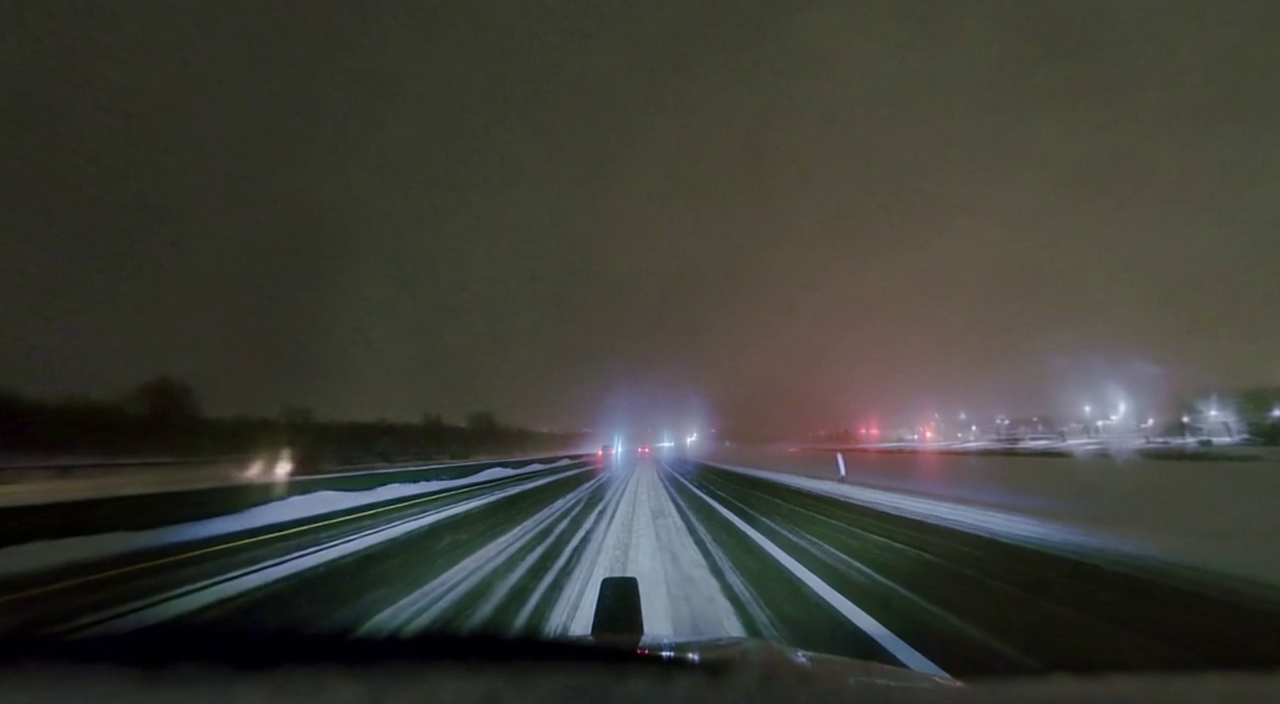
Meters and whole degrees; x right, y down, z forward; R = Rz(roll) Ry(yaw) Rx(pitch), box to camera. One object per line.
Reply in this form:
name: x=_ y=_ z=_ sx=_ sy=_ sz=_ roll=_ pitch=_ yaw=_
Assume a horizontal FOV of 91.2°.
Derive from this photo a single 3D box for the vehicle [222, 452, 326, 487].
vehicle: x=-16.997 y=5.453 z=29.427 sx=2.097 sy=1.498 sz=4.604 roll=-1 pitch=-9 yaw=1
